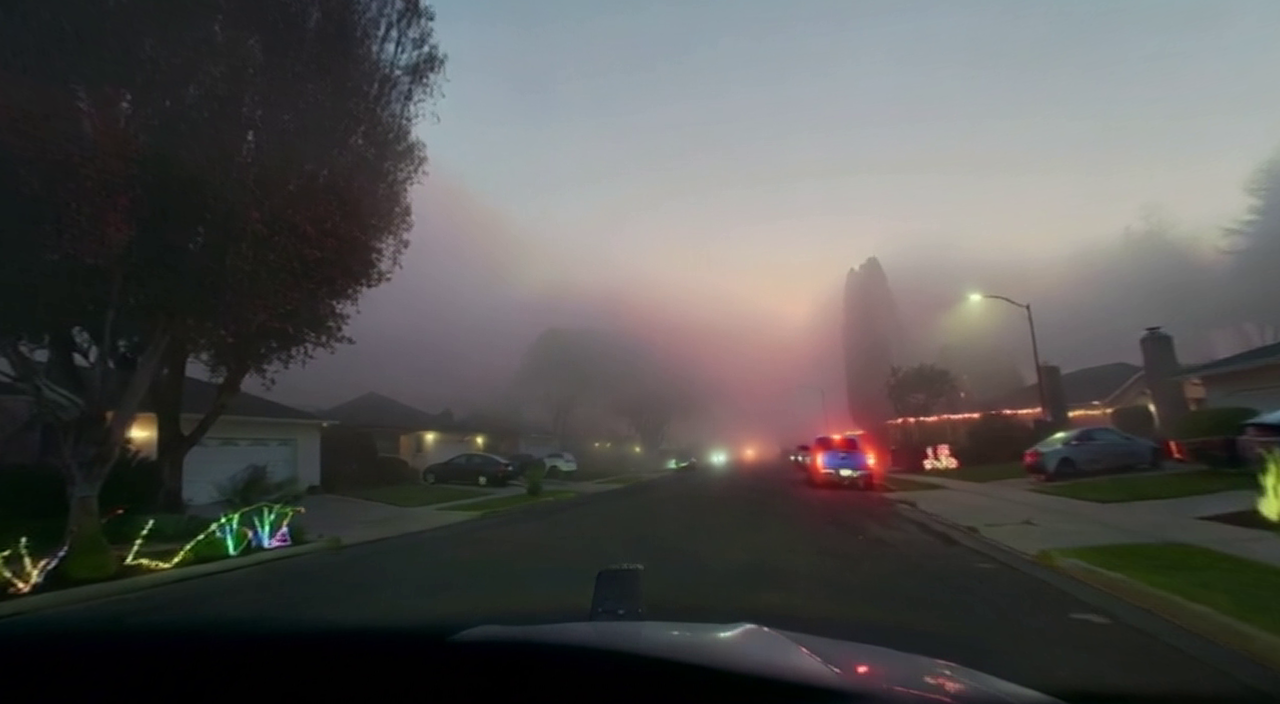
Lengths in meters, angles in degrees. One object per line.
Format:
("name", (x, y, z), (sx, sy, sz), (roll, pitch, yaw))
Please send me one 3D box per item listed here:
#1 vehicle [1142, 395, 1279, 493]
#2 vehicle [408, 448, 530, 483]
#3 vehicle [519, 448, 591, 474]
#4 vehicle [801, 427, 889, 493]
("vehicle", (11.304, 1.513, 10.501), (4.055, 1.521, 1.948), (-3, -9, 14))
("vehicle", (-7.528, 5.008, 28.002), (4.916, 1.485, 1.807), (-2, -9, 11))
("vehicle", (-5.541, 7.120, 41.408), (4.319, 1.605, 1.770), (-2, -9, 9))
("vehicle", (7.208, 3.805, 22.608), (2.552, 2.024, 5.414), (-3, -9, 16))
